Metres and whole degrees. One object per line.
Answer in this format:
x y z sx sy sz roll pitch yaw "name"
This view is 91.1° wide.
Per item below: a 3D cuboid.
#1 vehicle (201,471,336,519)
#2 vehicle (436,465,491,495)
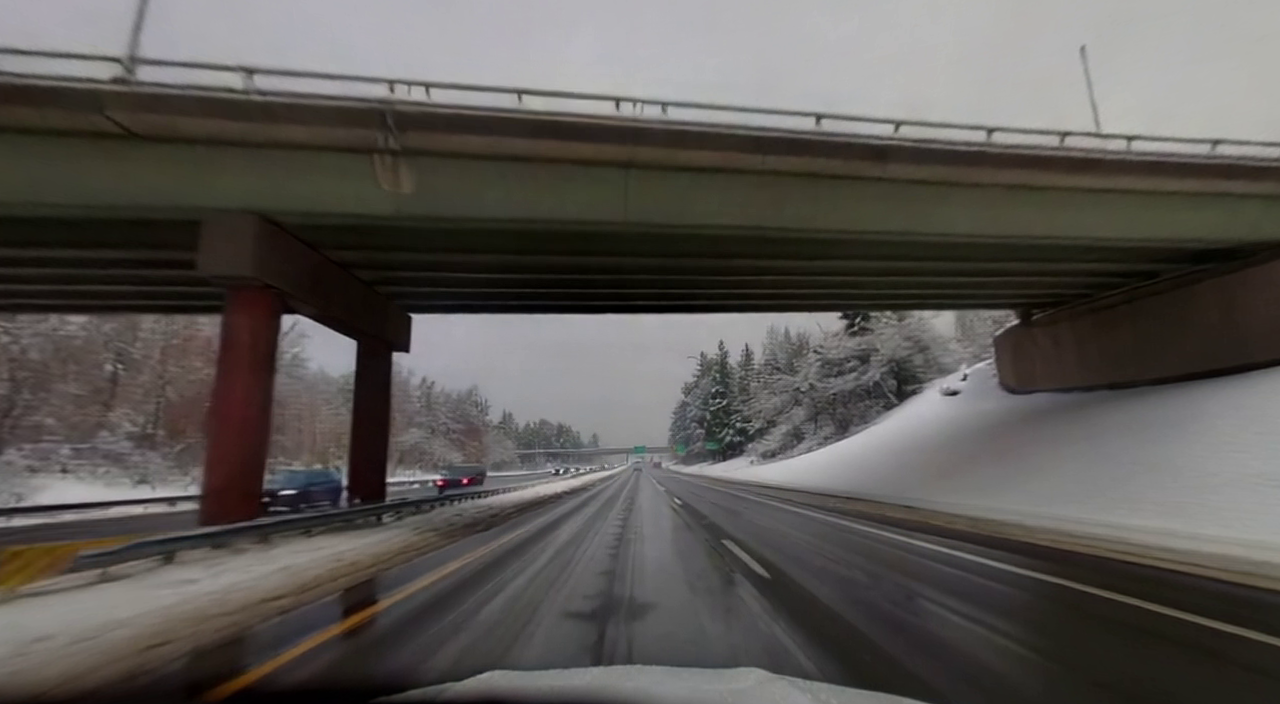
-13.019 5.016 22.446 2.002 1.461 4.548 1 -10 0 "vehicle"
-9.523 6.931 34.183 1.787 1.465 3.822 1 -10 1 "vehicle"
